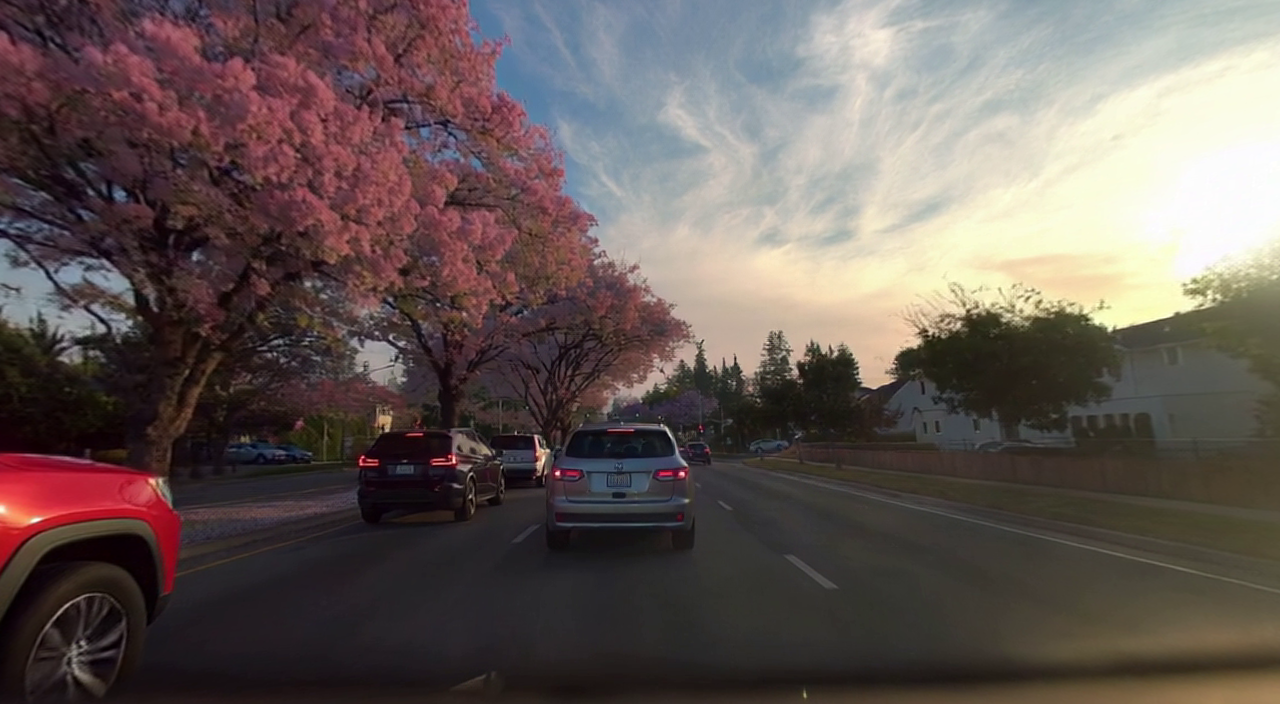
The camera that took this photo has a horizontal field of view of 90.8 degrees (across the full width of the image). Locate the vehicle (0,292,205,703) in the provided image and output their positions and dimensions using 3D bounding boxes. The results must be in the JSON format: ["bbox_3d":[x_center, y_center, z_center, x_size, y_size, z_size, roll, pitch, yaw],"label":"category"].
[{"bbox_3d":[-3.532,0.545,0.952,2.304,1.928,4.833,0,-8,-1],"label":"vehicle"}]

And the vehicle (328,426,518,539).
[{"bbox_3d":[-3.658,2.269,11.643,1.948,1.668,4.279,0,-8,0],"label":"vehicle"}]

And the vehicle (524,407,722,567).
[{"bbox_3d":[-0.191,1.747,8.878,2.112,1.693,4.058,0,-8,0],"label":"vehicle"}]

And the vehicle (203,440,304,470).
[{"bbox_3d":[-28.497,7.591,46.835,5.856,2.096,2.481,3,-9,-18],"label":"vehicle"}]
